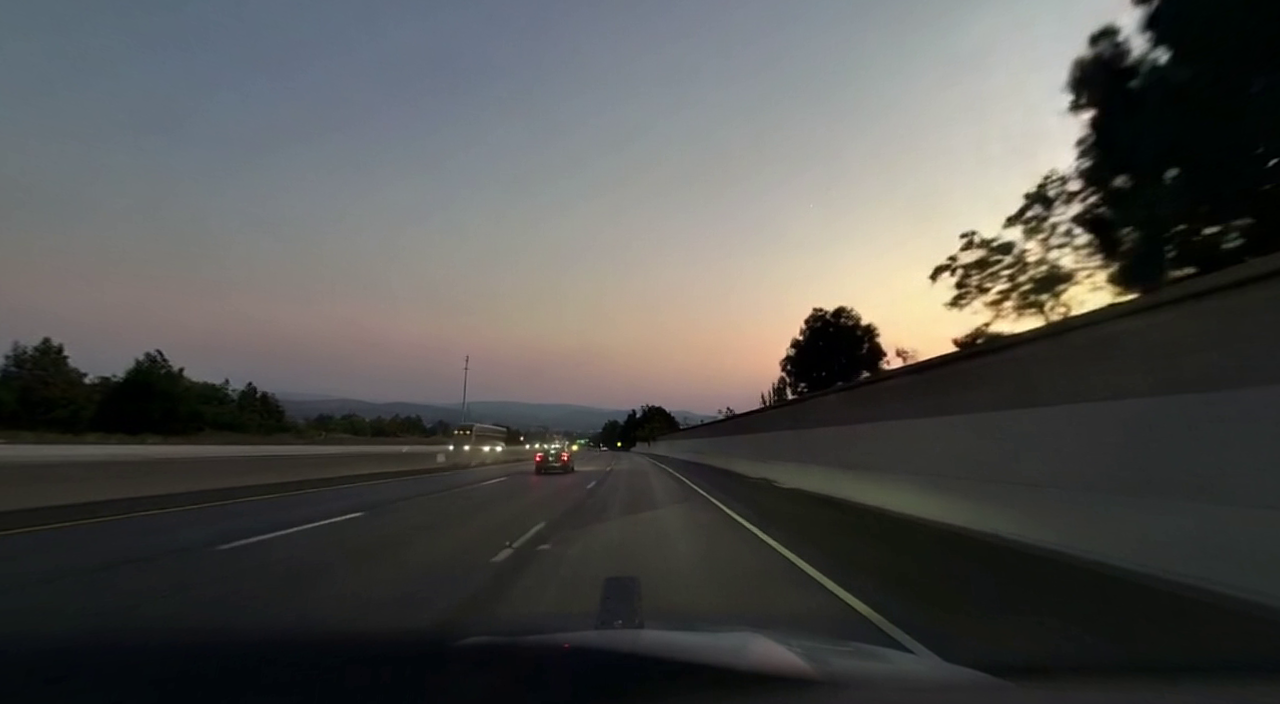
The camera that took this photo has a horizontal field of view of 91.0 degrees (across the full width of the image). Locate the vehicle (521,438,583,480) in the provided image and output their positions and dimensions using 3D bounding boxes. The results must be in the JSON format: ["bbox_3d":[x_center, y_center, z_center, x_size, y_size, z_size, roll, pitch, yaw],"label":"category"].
[{"bbox_3d":[-3.879,4.814,28.553,2.133,1.683,4.340,1,-9,0],"label":"vehicle"}]
